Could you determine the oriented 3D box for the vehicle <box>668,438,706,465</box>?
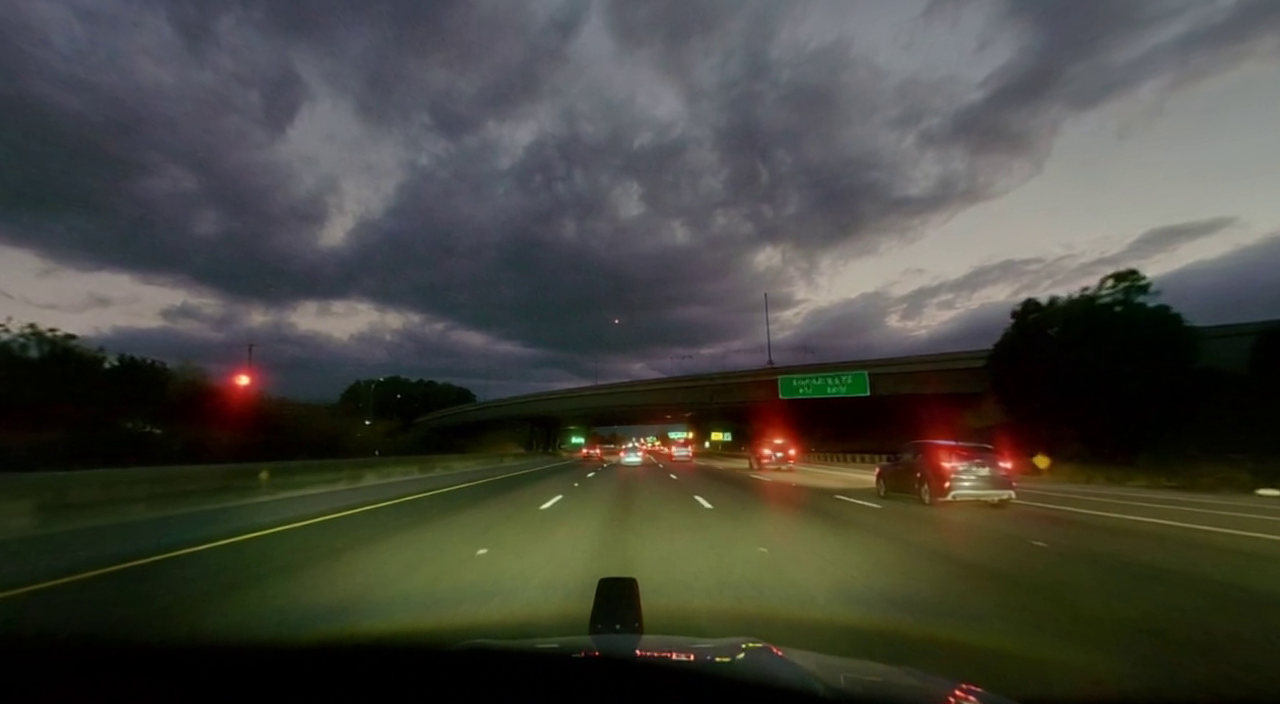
[{"bbox_3d":[3.254,7.048,44.927,2.177,1.831,4.766,0,-8,-2],"label":"vehicle"}]

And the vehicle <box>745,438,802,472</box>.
[{"bbox_3d":[6.788,5.269,32.549,1.936,1.625,3.991,0,-8,-1],"label":"vehicle"}]

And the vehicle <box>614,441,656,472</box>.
[{"bbox_3d":[-0.272,5.385,32.743,2.075,1.486,4.007,0,-8,-1],"label":"vehicle"}]
